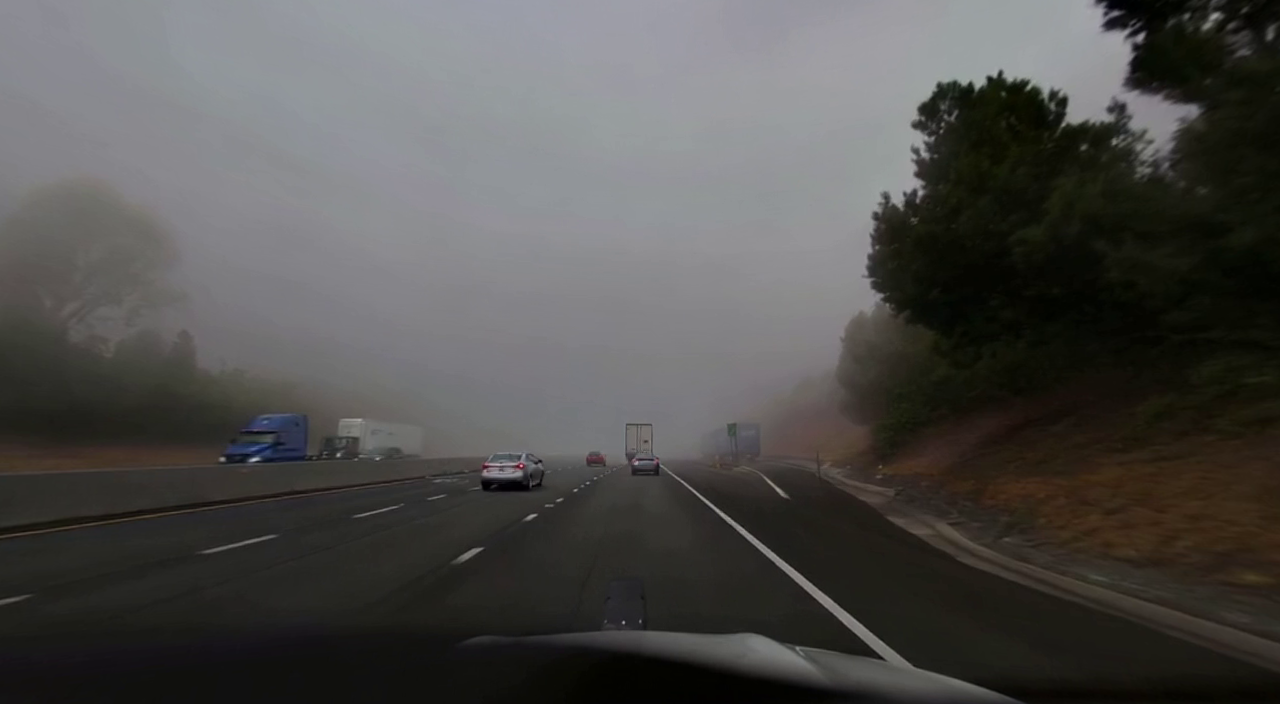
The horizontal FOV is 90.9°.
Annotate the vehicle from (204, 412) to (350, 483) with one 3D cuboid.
[{"bbox_3d":[-19.254,5.202,34.273,2.919,3.409,8.090,0,-9,1],"label":"vehicle"}]

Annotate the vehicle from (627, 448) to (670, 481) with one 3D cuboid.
[{"bbox_3d":[0.395,5.463,30.774,1.991,1.507,3.391,0,-9,0],"label":"vehicle"}]

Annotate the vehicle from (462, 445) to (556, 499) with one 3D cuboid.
[{"bbox_3d":[-4.040,3.779,20.212,2.018,1.504,4.431,0,-9,1],"label":"vehicle"}]
